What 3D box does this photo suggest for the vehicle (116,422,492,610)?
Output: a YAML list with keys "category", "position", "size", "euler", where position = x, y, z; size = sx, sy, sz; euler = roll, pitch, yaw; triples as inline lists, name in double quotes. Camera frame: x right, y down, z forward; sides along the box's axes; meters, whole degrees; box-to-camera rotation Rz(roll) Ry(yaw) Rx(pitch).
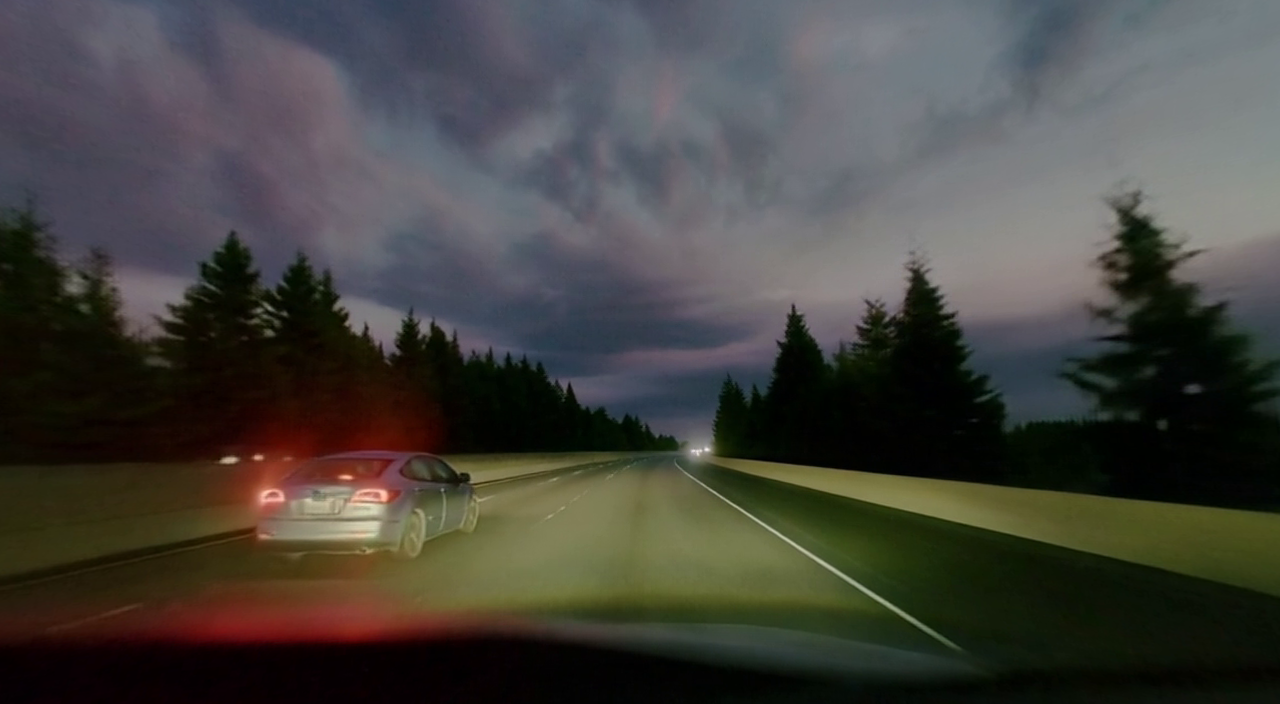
- category: "vehicle"
  position: [-3.187, 1.633, 7.172]
  size: [1.934, 1.486, 4.115]
  euler: [0, -9, 1]
